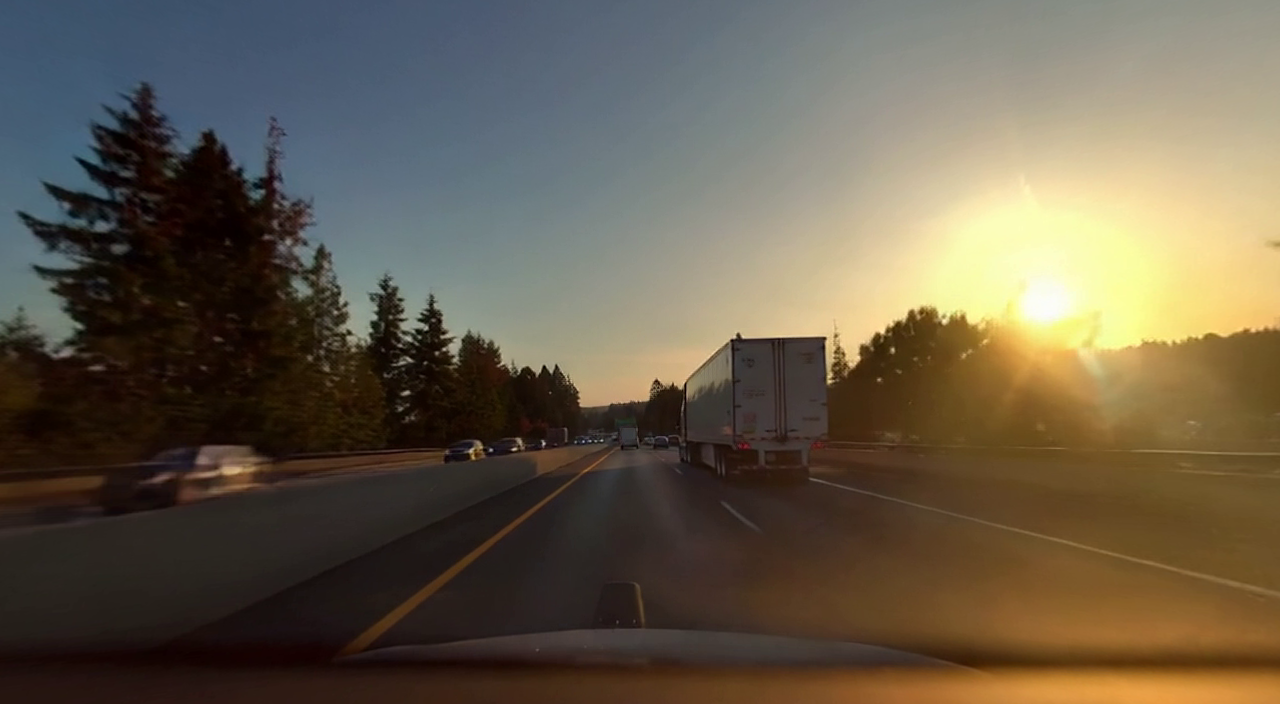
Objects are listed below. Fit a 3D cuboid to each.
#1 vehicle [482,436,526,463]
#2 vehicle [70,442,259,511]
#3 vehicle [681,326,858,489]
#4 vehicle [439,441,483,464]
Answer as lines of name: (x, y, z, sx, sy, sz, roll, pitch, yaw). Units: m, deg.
vehicle: (-8.346, 6.027, 39.016, 1.930, 1.542, 3.943, 1, -7, -1)
vehicle: (-12.863, 3.341, 17.478, 1.929, 1.605, 4.299, 0, -8, -1)
vehicle: (3.579, 2.256, 22.292, 3.038, 3.975, 13.887, 0, -8, -1)
vehicle: (-12.696, 7.120, 44.915, 1.848, 1.532, 4.400, 0, -8, 0)
